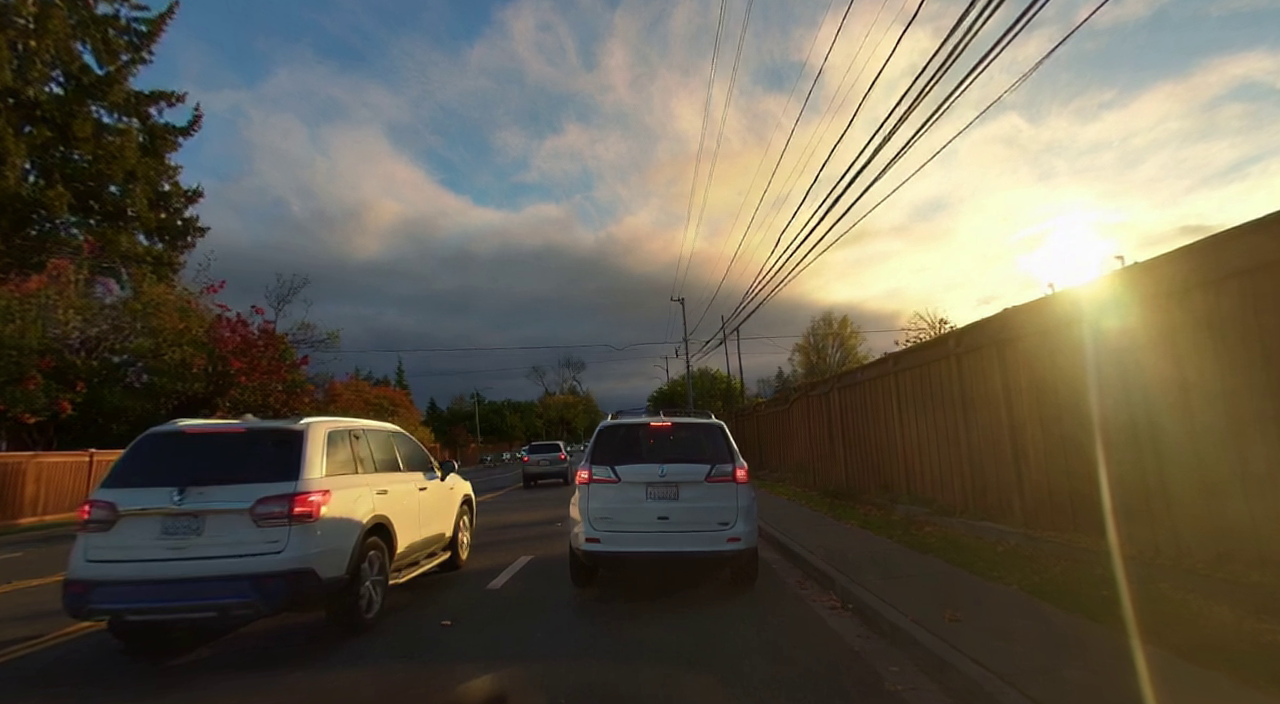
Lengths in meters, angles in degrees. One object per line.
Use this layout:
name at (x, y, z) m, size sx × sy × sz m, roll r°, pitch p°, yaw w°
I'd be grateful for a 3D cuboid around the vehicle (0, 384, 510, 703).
vehicle at (-2.779, 1.334, 5.485) m, size 2.176 × 1.653 × 4.666 m, roll 0°, pitch -9°, yaw 2°

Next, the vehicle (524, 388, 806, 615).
vehicle at (0.181, 1.467, 7.028) m, size 2.174 × 1.749 × 4.113 m, roll 0°, pitch -9°, yaw 0°
